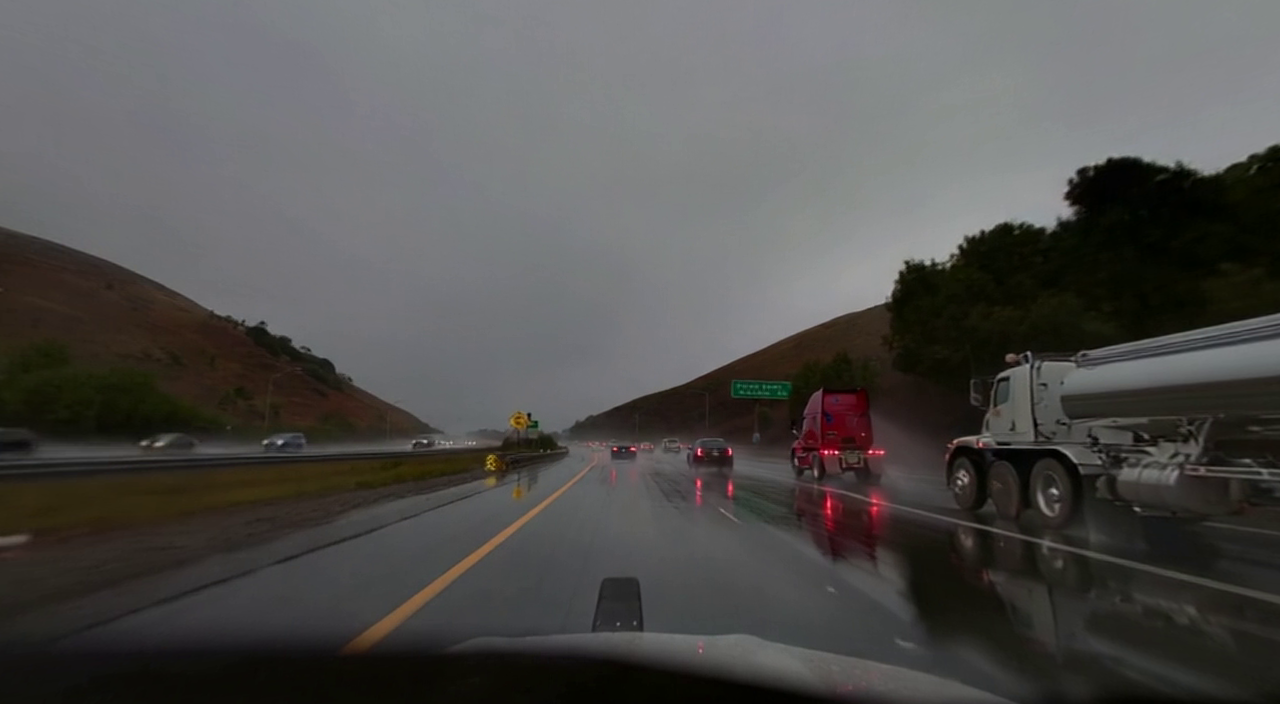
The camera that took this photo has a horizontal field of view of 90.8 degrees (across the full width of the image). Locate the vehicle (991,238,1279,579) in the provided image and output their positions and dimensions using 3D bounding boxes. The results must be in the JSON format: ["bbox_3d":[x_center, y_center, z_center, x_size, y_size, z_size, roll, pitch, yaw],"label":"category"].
[{"bbox_3d":[7.499,0.502,5.813,2.805,3.212,9.978,0,-9,0],"label":"vehicle"}]

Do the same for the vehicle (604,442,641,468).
[{"bbox_3d":[-1.088,6.100,37.529,2.083,1.477,3.965,0,-9,-3],"label":"vehicle"}]

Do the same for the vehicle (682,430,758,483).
[{"bbox_3d":[2.871,3.902,23.846,2.098,1.794,4.561,0,-9,-2],"label":"vehicle"}]
